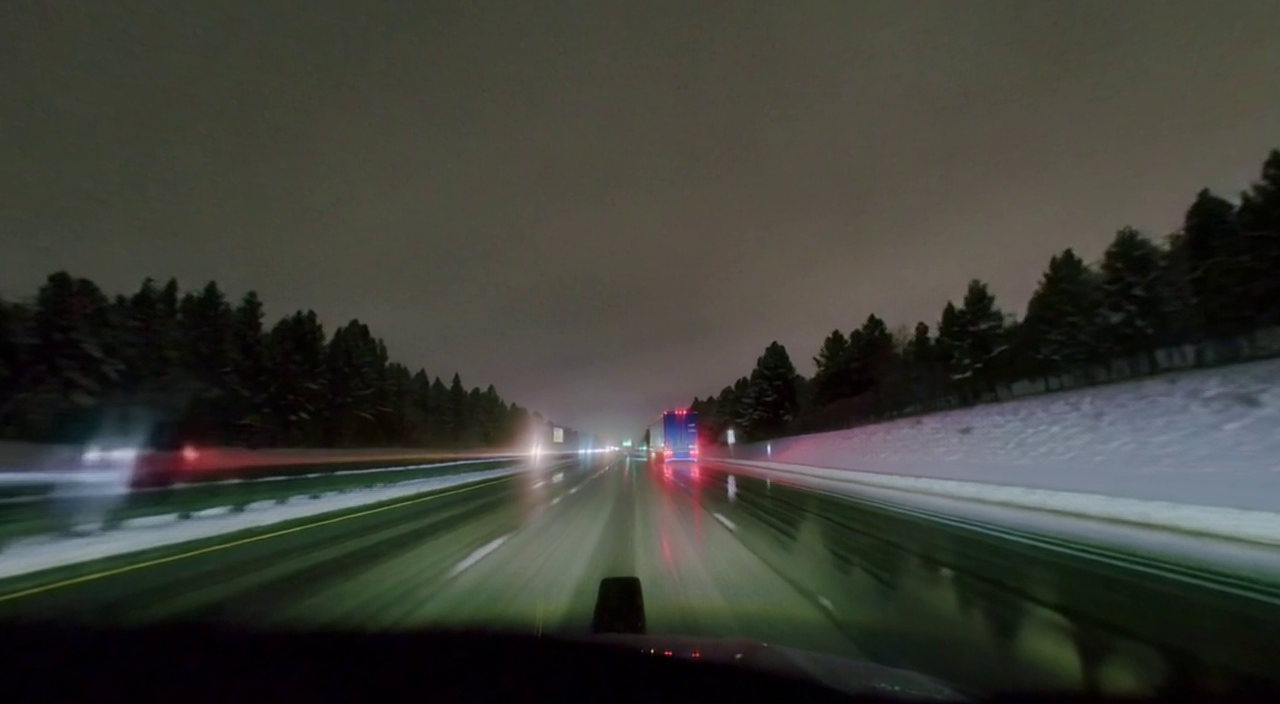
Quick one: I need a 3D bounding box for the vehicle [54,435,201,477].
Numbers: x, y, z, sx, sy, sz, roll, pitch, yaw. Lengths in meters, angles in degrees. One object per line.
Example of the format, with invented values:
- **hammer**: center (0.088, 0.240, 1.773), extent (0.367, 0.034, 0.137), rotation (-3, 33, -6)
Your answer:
- **vehicle**: center (-20.040, 4.107, 24.992), extent (1.899, 1.491, 4.688), rotation (0, -9, 0)
